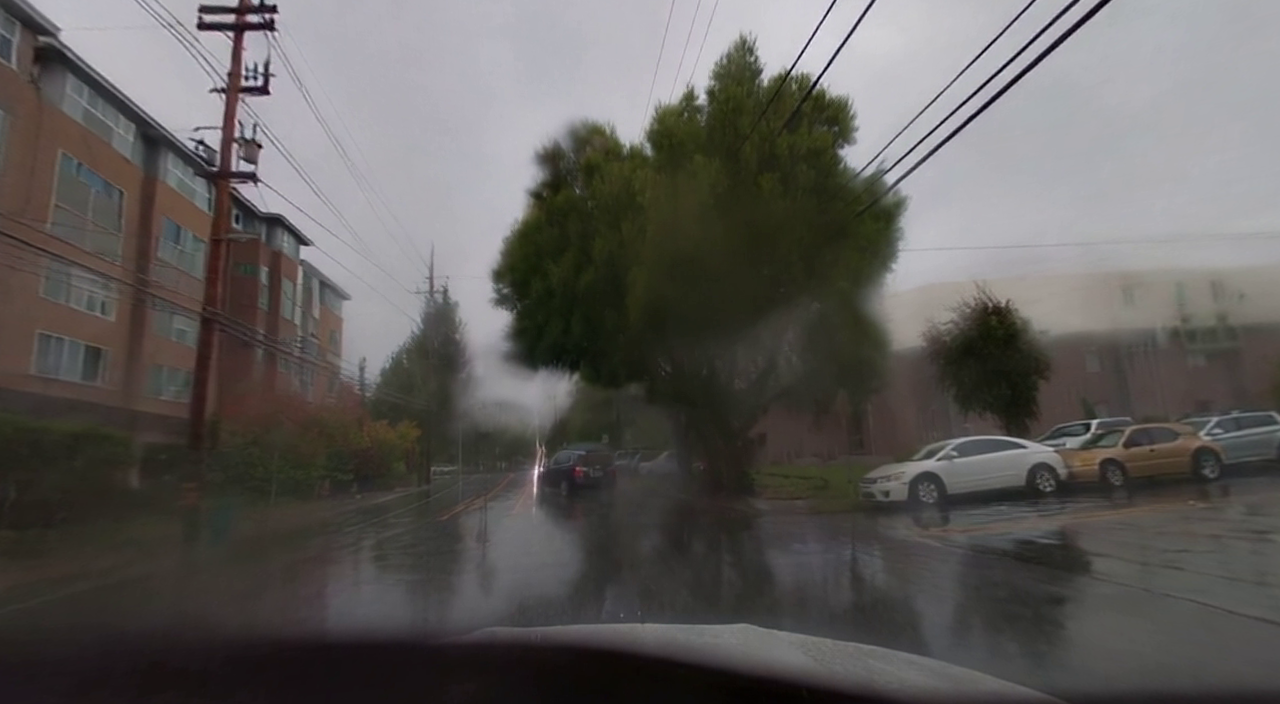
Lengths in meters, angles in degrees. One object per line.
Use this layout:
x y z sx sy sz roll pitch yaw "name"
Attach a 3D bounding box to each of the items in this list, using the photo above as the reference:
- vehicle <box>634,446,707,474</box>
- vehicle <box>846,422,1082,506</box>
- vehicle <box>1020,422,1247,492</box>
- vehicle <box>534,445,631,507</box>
1.974 7.085 41.549 4.424 1.645 1.820 1 -9 -12 "vehicle"
8.001 2.822 15.845 4.877 1.755 1.918 -1 -13 -10 "vehicle"
13.114 2.807 16.911 4.830 1.490 1.878 -1 -11 -11 "vehicle"
-2.157 4.245 22.257 2.155 1.872 4.790 3 -9 -21 "vehicle"
